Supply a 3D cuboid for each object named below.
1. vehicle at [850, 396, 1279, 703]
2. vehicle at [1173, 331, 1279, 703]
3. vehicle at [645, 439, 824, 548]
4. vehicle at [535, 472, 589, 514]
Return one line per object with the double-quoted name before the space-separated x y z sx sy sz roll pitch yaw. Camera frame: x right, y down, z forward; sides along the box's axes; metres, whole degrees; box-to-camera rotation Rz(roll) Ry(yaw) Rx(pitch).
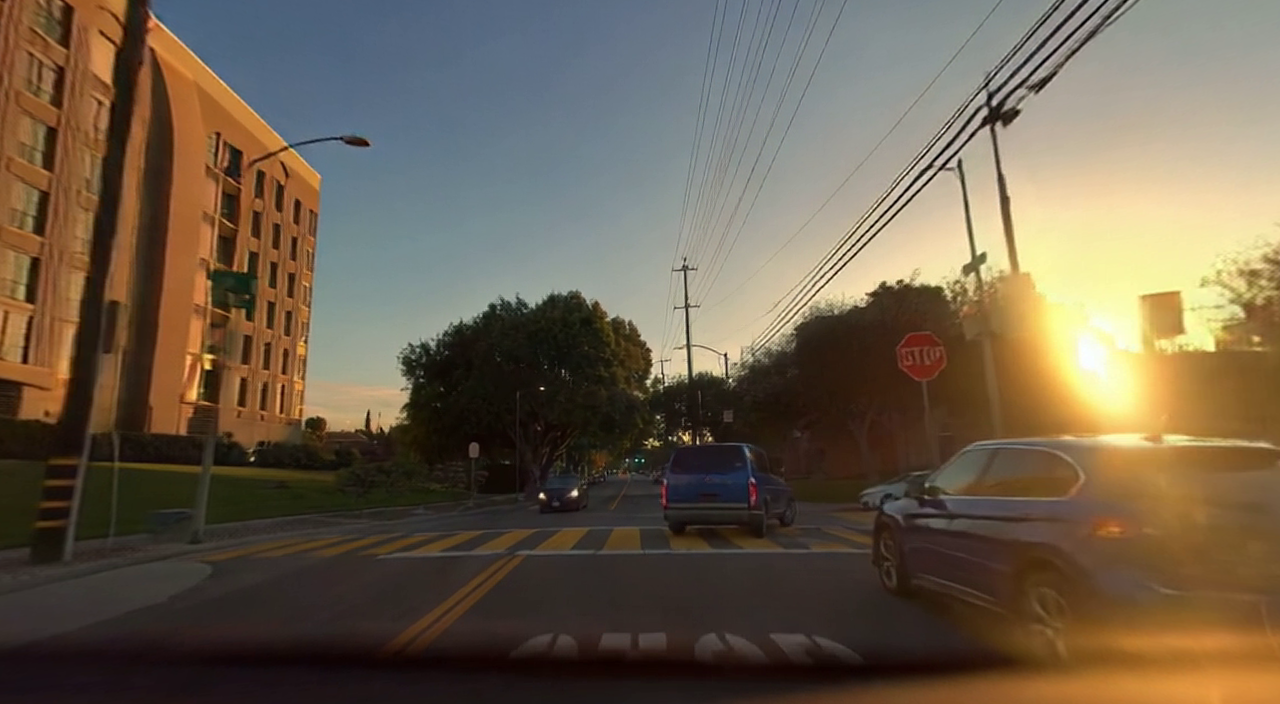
"vehicle" 3.266 1.292 4.755 1.933 1.612 3.941 0 -8 -1
"vehicle" 3.343 0.522 0.382 2.039 1.731 4.428 0 -8 -2
"vehicle" 2.196 2.747 13.203 2.214 1.789 4.872 -4 -9 27
"vehicle" -3.502 6.415 29.000 1.911 1.563 4.057 0 -8 0
